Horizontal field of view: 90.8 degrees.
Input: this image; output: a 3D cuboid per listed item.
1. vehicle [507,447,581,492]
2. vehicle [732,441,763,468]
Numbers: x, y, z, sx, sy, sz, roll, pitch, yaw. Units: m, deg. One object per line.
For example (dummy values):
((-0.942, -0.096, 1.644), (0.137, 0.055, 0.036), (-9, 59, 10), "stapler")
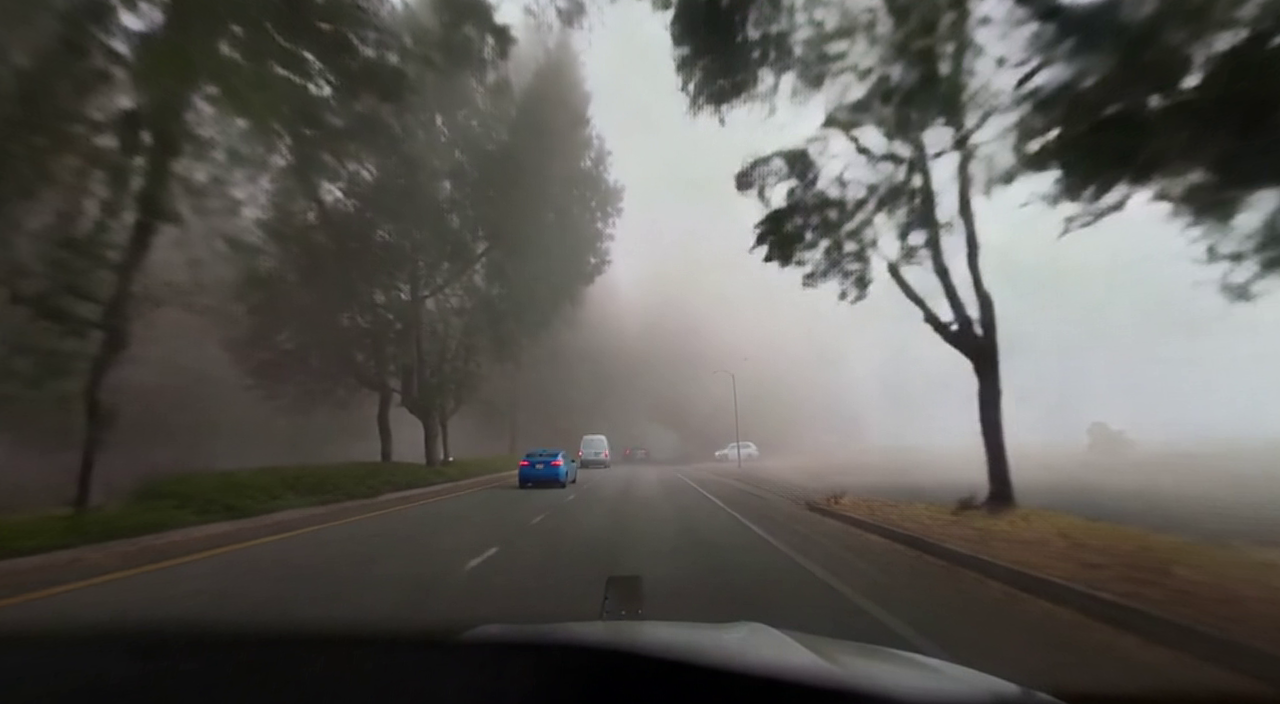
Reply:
((-3.375, 4.224, 23.046), (2.009, 1.473, 4.028), (0, -9, 1), "vehicle")
((7.281, 6.941, 42.854), (1.596, 1.654, 2.920), (-2, -9, 1), "vehicle")
